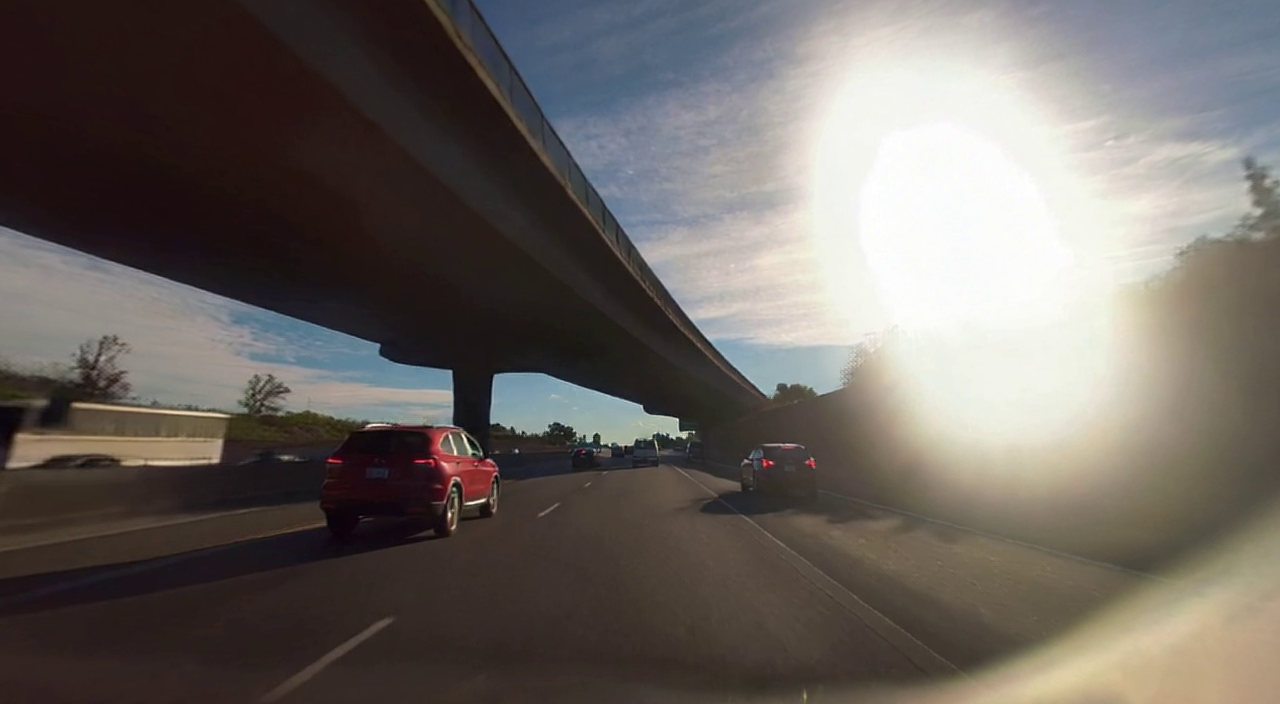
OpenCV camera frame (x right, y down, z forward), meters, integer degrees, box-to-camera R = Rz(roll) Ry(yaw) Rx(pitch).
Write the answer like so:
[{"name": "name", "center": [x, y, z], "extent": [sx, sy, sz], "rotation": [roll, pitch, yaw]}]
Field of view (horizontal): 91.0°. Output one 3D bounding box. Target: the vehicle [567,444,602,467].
[{"name": "vehicle", "center": [-3.860, 7.292, 44.480], "extent": [1.994, 1.475, 4.171], "rotation": [0, -9, 1]}]

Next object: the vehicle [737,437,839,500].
[{"name": "vehicle", "center": [4.002, 3.216, 17.709], "extent": [1.959, 1.554, 3.795], "rotation": [0, -9, 0]}]

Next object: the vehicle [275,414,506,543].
[{"name": "vehicle", "center": [-3.926, 2.090, 10.989], "extent": [2.089, 1.751, 4.515], "rotation": [0, -9, 1]}]

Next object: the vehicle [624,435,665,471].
[{"name": "vehicle", "center": [0.254, 5.653, 35.370], "extent": [2.155, 1.909, 4.529], "rotation": [0, -9, 0]}]
